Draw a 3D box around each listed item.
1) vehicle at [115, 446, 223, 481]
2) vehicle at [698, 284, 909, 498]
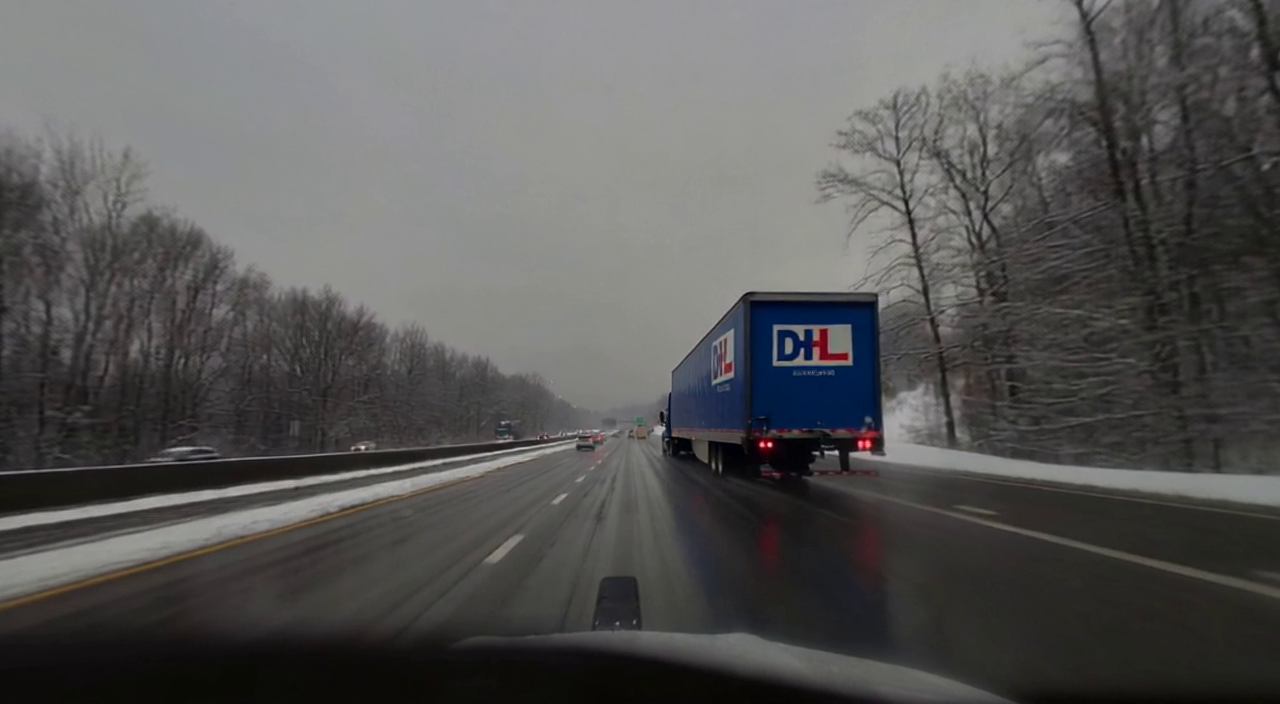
[{"bbox_3d":[-22.932,5.415,30.858,1.932,1.494,4.434,0,-8,-1],"label":"vehicle"},{"bbox_3d":[3.598,1.294,16.851,3.011,4.211,8.926,0,-7,-1],"label":"vehicle"}]
